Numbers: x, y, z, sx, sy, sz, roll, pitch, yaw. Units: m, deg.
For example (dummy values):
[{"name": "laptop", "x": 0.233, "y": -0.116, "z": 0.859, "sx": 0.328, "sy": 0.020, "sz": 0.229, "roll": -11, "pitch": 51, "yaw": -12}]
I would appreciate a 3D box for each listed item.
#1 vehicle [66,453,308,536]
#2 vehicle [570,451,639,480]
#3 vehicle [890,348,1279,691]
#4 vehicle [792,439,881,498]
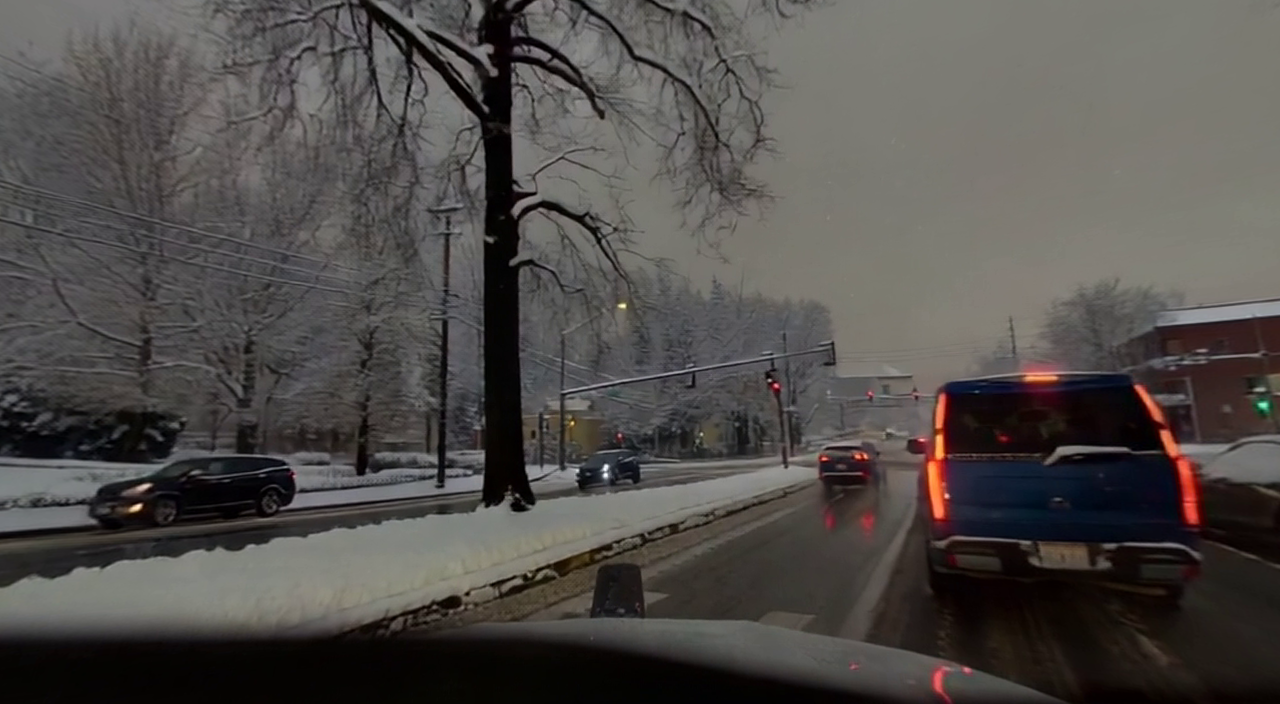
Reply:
[{"name": "vehicle", "x": -11.221, "y": 3.464, "z": 16.031, "sx": 2.018, "sy": 1.715, "sz": 4.451, "roll": -4, "pitch": -10, "yaw": 25}, {"name": "vehicle", "x": -1.948, "y": 6.451, "z": 36.156, "sx": 2.005, "sy": 1.489, "sz": 4.650, "roll": -4, "pitch": -10, "yaw": 24}, {"name": "vehicle", "x": 3.657, "y": 1.280, "z": 5.942, "sx": 2.188, "sy": 1.892, "sz": 4.488, "roll": -4, "pitch": -9, "yaw": 23}, {"name": "vehicle", "x": 5.941, "y": 3.396, "z": 18.720, "sx": 2.010, "sy": 1.515, "sz": 4.152, "roll": -4, "pitch": -9, "yaw": 23}]
